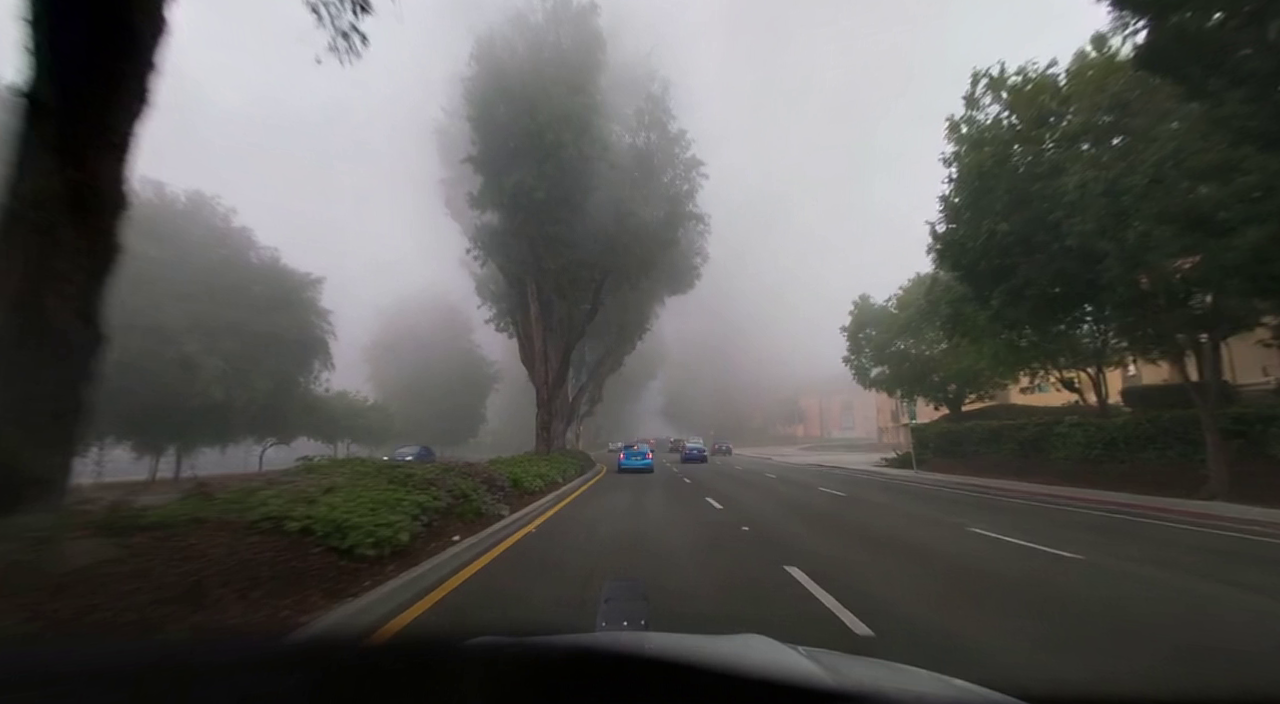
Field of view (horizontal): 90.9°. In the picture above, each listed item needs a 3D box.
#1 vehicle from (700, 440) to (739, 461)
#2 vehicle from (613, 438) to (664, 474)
[{"bbox_3d":[5.880,7.318,47.040,2.067,1.514,4.188,1,-8,-5],"label":"vehicle"},{"bbox_3d":[-0.058,4.604,28.084,2.102,1.481,3.907,0,-8,0],"label":"vehicle"}]
